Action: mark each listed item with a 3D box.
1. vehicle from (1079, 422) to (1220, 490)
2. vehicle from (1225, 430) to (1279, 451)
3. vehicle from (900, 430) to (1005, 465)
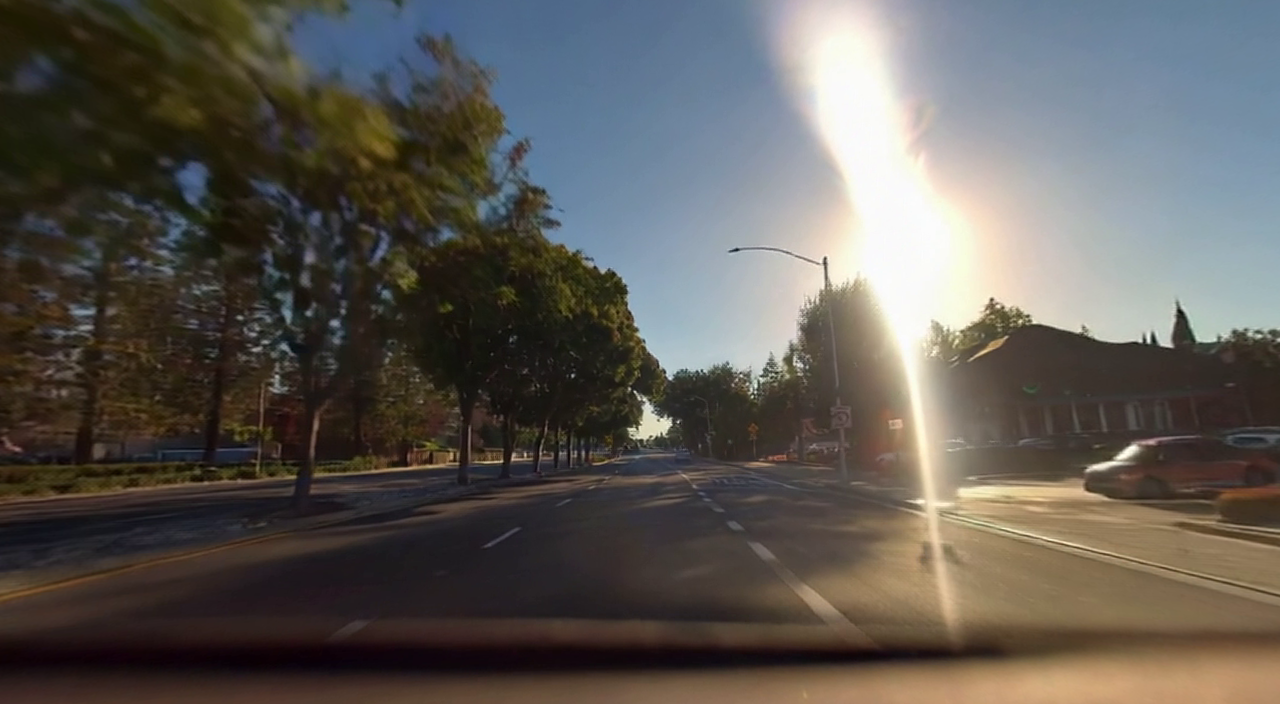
[{"bbox_3d":[13.474,2.775,16.594,4.744,1.475,2.008,9,-16,-42],"label":"vehicle"},{"bbox_3d":[44.943,6.256,44.759,1.862,1.435,4.862,1,-9,-11],"label":"vehicle"},{"bbox_3d":[17.009,5.221,34.521,4.543,1.838,2.127,0,-9,-5],"label":"vehicle"}]
